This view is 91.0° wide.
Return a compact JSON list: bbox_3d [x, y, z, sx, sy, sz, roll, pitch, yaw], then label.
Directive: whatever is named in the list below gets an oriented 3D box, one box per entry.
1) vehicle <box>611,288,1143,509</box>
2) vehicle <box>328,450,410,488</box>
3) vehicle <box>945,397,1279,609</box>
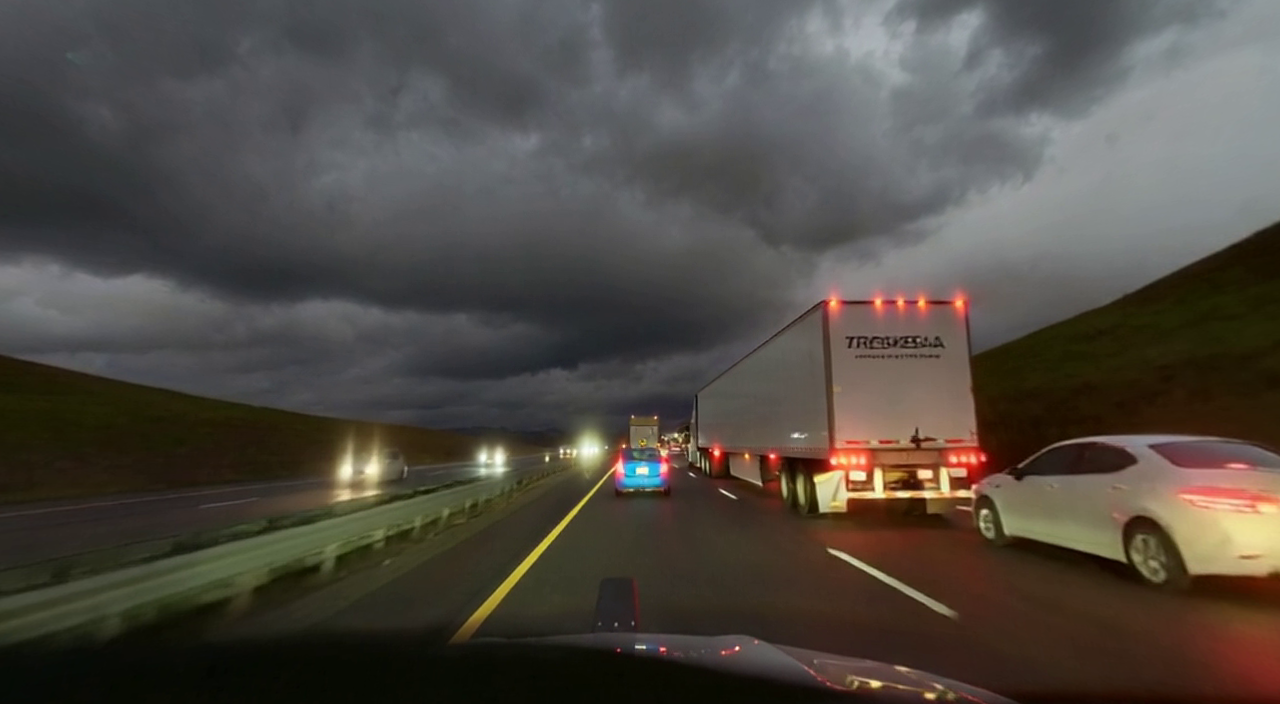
[{"bbox_3d":[4.486,1.127,13.904,9.908,4.197,3.235,-1,-8,4],"label":"vehicle"},{"bbox_3d":[-11.848,5.124,27.825,1.940,1.495,3.889,-1,-8,-1],"label":"vehicle"},{"bbox_3d":[5.511,1.318,6.051,1.888,1.591,4.815,1,-8,-14],"label":"vehicle"}]
